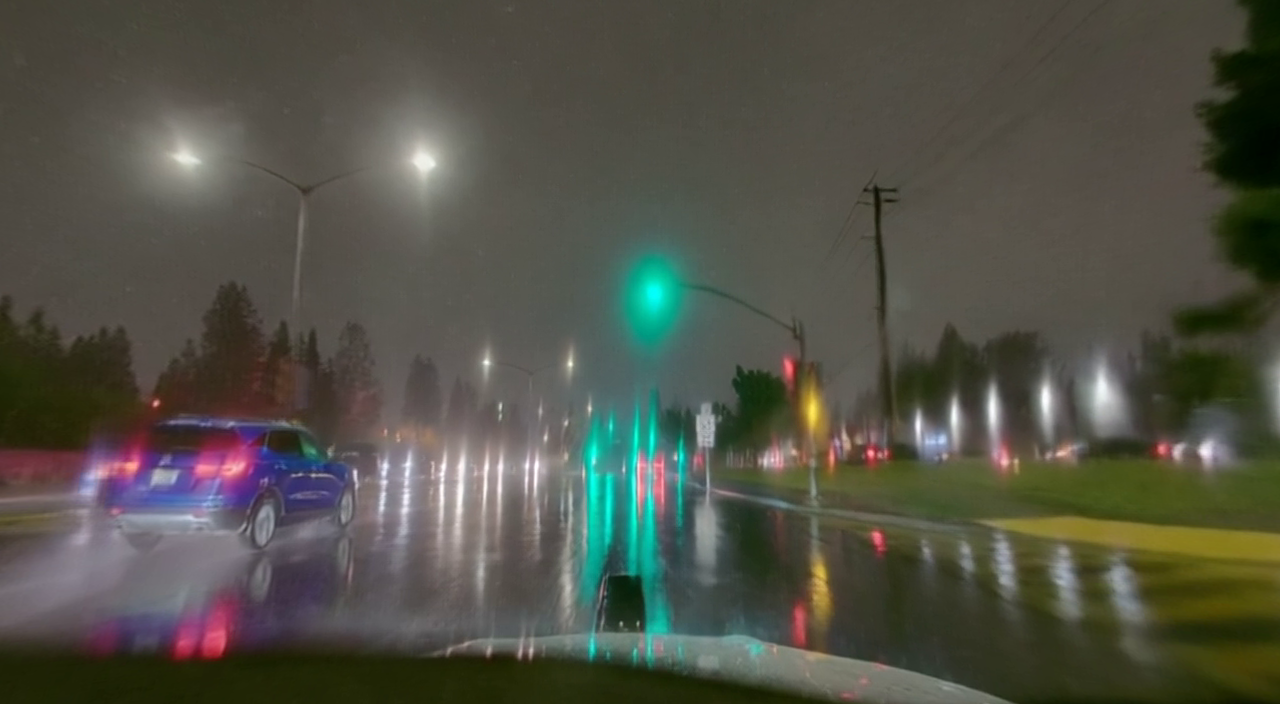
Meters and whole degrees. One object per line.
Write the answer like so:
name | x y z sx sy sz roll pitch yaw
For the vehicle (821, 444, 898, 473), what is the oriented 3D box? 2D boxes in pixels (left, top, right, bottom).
vehicle | 13.387 6.520 38.772 1.950 1.697 4.906 3 -9 -15

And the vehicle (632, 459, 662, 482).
vehicle | 0.497 8.718 46.565 2.091 1.494 3.962 1 -9 0

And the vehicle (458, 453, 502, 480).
vehicle | -11.765 8.447 46.689 2.042 1.801 4.378 0 -9 1

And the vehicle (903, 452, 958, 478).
vehicle | 21.145 8.229 46.009 1.967 1.518 4.543 5 -7 2

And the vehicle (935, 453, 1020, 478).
vehicle | 21.792 7.364 40.935 1.933 1.487 5.136 2 -10 -13

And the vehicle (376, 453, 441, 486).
vehicle | -12.014 6.088 32.967 1.871 1.539 3.929 1 -9 0

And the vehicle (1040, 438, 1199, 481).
vehicle | 18.913 4.211 25.142 1.947 1.477 4.661 3 -8 -21

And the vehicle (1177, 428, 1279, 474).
vehicle | 21.036 3.276 20.800 1.876 1.465 4.500 5 -10 -26

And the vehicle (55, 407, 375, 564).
vehicle | -6.186 1.983 10.007 2.027 1.908 4.273 1 -9 0

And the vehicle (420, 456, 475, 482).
vehicle | -12.254 7.473 40.475 2.077 1.505 4.714 1 -9 0
